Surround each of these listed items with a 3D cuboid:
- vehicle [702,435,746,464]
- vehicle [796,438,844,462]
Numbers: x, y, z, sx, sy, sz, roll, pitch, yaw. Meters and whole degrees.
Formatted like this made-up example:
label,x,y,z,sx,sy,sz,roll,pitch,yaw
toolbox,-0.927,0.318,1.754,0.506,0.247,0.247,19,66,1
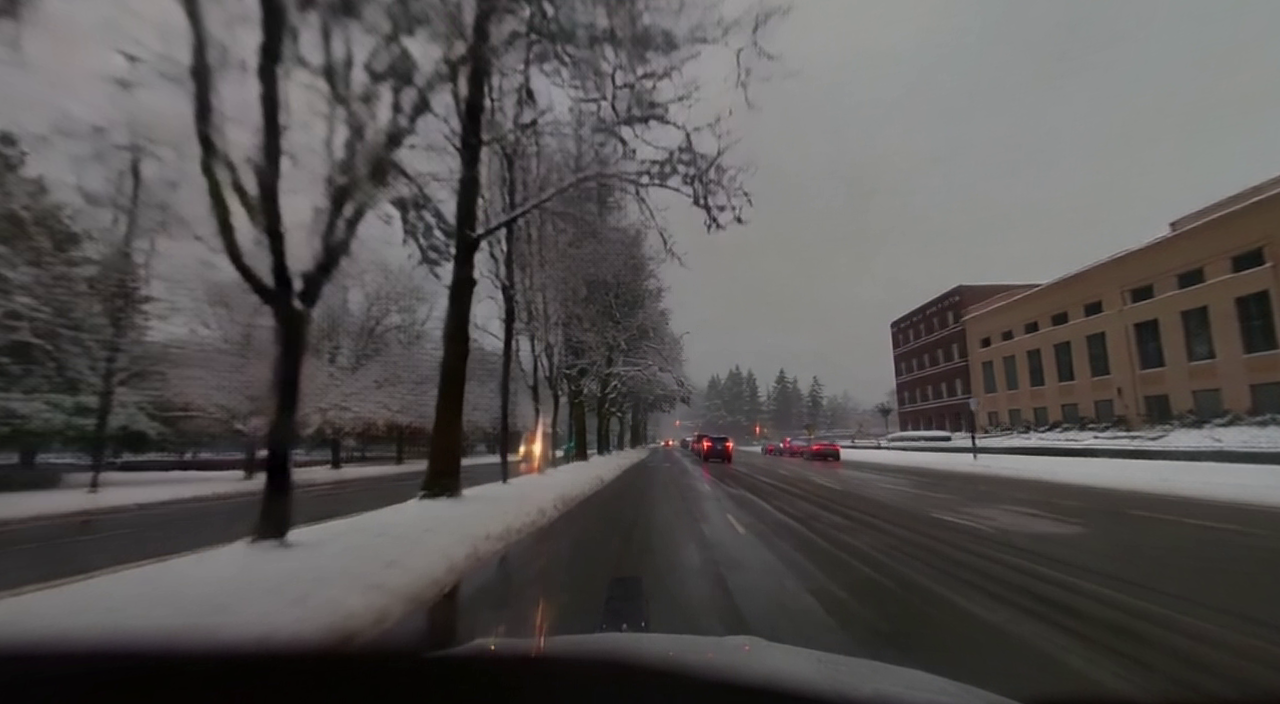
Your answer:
label,x,y,z,sx,sy,sz,roll,pitch,yaw
vehicle,5.197,6.148,39.838,2.216,1.675,4.627,-1,-9,1
vehicle,11.711,6.447,41.345,1.840,1.467,4.731,-1,-9,1
